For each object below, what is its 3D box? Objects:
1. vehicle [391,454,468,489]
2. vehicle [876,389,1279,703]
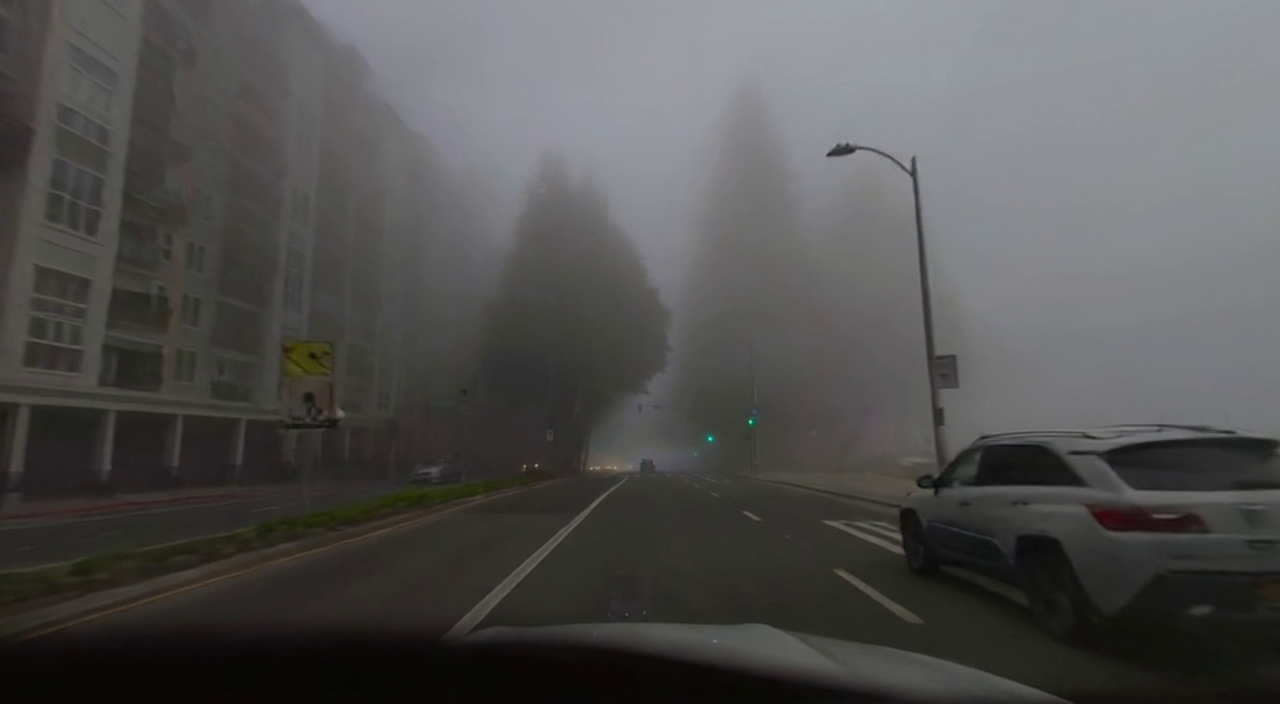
[{"bbox_3d":[-10.137,5.770,30.818,1.957,1.482,4.706,-1,-9,2],"label":"vehicle"},{"bbox_3d":[3.649,1.265,5.075,1.949,1.583,3.996,0,-9,0],"label":"vehicle"}]
